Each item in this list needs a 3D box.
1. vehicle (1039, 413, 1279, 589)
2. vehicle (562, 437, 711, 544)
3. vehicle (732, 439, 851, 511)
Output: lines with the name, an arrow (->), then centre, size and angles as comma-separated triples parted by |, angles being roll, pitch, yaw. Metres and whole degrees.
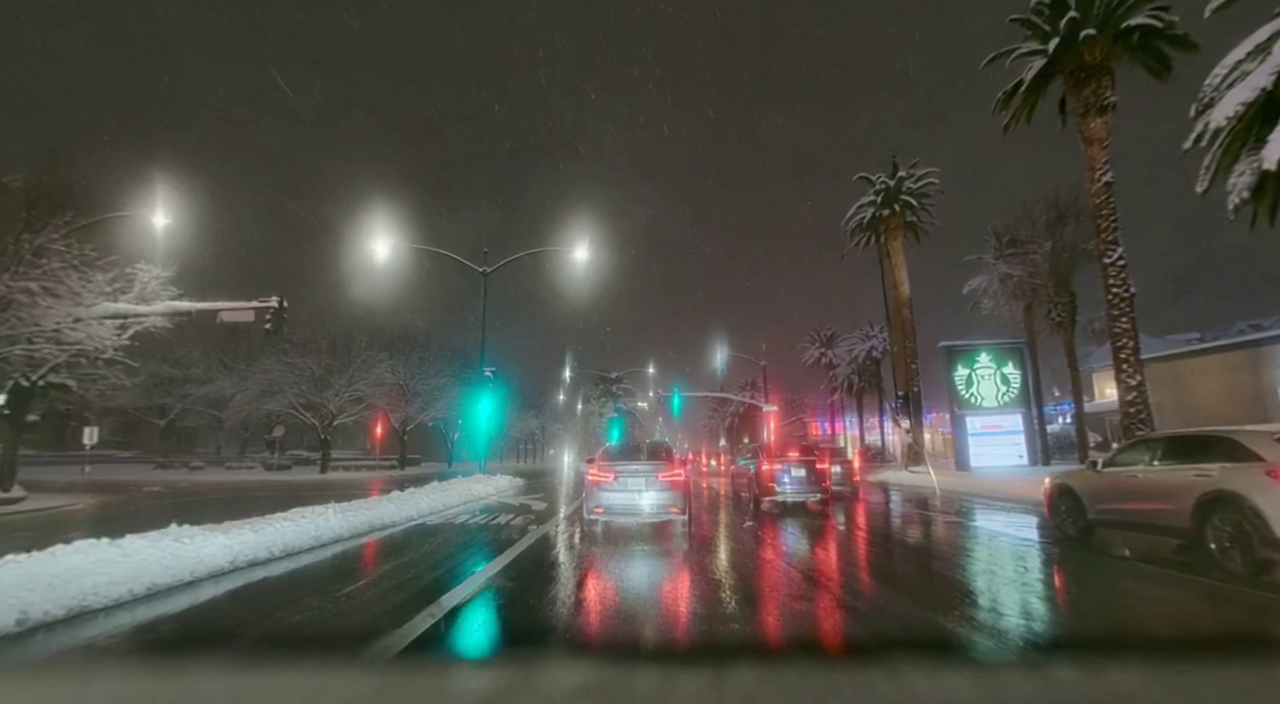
vehicle -> 7.093, 1.644, 7.502 | 1.940, 1.674, 4.085 | 0, -8, -1
vehicle -> -0.080, 2.260, 10.956 | 2.110, 1.487, 3.873 | 0, -8, -1
vehicle -> 3.605, 2.989, 15.870 | 1.892, 1.532, 4.177 | 0, -8, -1
